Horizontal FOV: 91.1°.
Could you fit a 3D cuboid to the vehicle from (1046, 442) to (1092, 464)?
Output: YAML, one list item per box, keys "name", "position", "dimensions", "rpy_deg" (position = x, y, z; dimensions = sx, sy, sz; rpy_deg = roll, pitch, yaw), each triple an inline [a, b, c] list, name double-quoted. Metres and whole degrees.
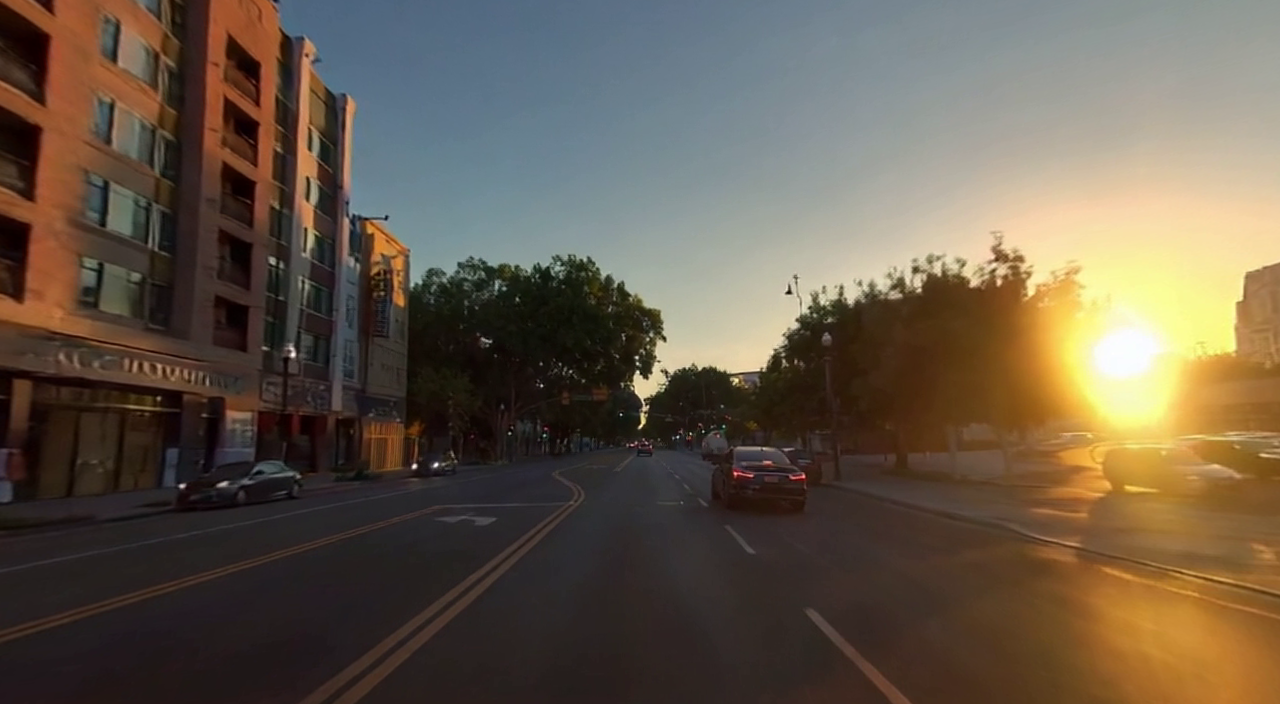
- name: "vehicle"
  position: [31.258, 7.362, 45.833]
  dimensions: [1.867, 1.482, 4.593]
  rpy_deg: [-4, -9, 24]

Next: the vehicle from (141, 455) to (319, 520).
- name: "vehicle"
  position: [-12.084, 3.993, 19.034]
  dimensions: [2.015, 1.521, 4.798]
  rpy_deg: [-1, -8, 3]

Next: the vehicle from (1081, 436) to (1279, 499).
- name: "vehicle"
  position: [16.108, 3.393, 18.768]
  dimensions: [4.412, 1.503, 1.771]
  rpy_deg: [-3, -7, -1]

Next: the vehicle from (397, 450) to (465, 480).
- name: "vehicle"
  position: [-11.860, 6.500, 36.053]
  dimensions: [1.944, 1.575, 4.895]
  rpy_deg: [-1, -11, 3]

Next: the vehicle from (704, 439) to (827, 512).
- name: "vehicle"
  position: [2.876, 2.953, 15.488]
  dimensions: [2.080, 1.524, 4.348]
  rpy_deg: [0, -9, -1]
